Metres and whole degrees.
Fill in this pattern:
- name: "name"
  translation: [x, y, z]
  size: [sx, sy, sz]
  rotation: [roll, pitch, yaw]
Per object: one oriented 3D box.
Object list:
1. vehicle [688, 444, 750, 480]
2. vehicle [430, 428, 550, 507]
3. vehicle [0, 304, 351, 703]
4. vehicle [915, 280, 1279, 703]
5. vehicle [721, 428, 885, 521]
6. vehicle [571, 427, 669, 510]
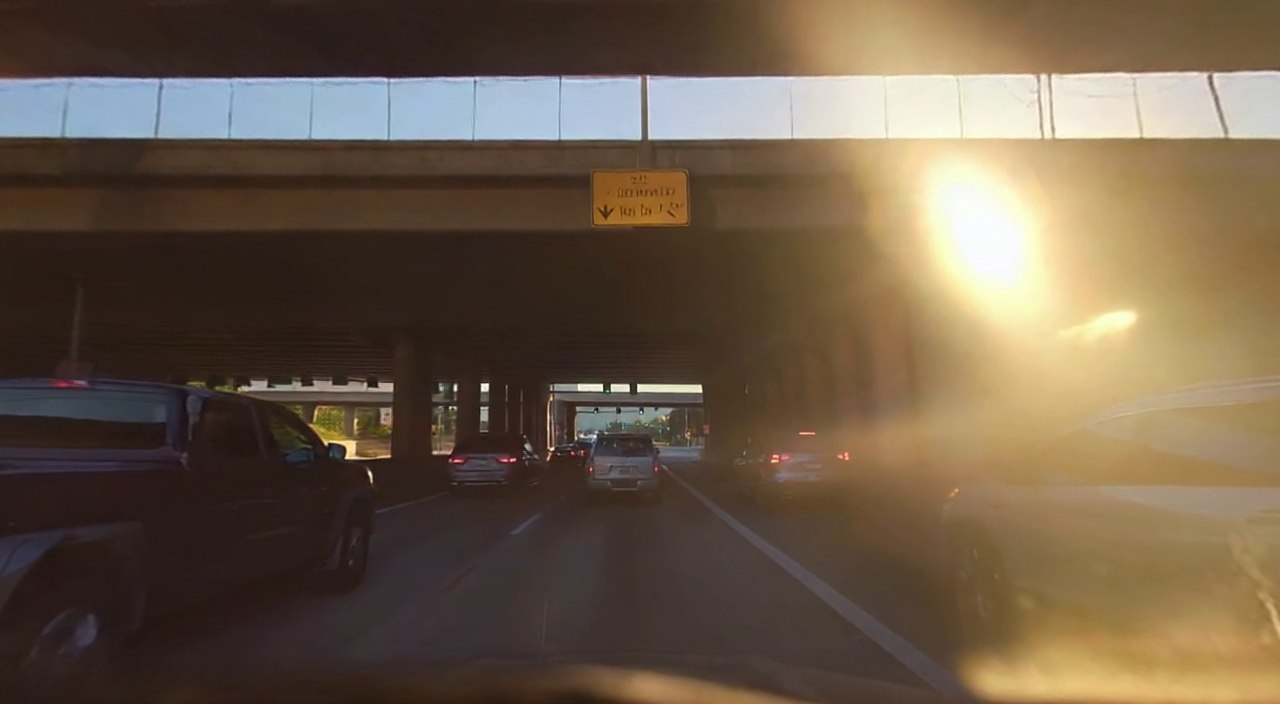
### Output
- name: "vehicle"
  translation: [3.382, 4.774, 27.650]
  size: [2.026, 1.457, 3.969]
  rotation: [0, -8, -3]
- name: "vehicle"
  translation: [-3.616, 2.859, 16.046]
  size: [2.127, 1.720, 4.064]
  rotation: [0, -8, -2]
- name: "vehicle"
  translation: [-3.461, 0.808, 2.887]
  size: [2.074, 1.814, 4.596]
  rotation: [0, -8, 0]
- name: "vehicle"
  translation: [3.710, 0.836, 3.289]
  size: [2.401, 1.968, 4.841]
  rotation: [0, -8, 1]
- name: "vehicle"
  translation: [3.412, 2.693, 14.550]
  size: [2.234, 1.720, 5.378]
  rotation: [0, -8, -1]
- name: "vehicle"
  translation: [-0.481, 2.773, 15.443]
  size: [2.097, 1.748, 3.794]
  rotation: [0, -8, -1]
